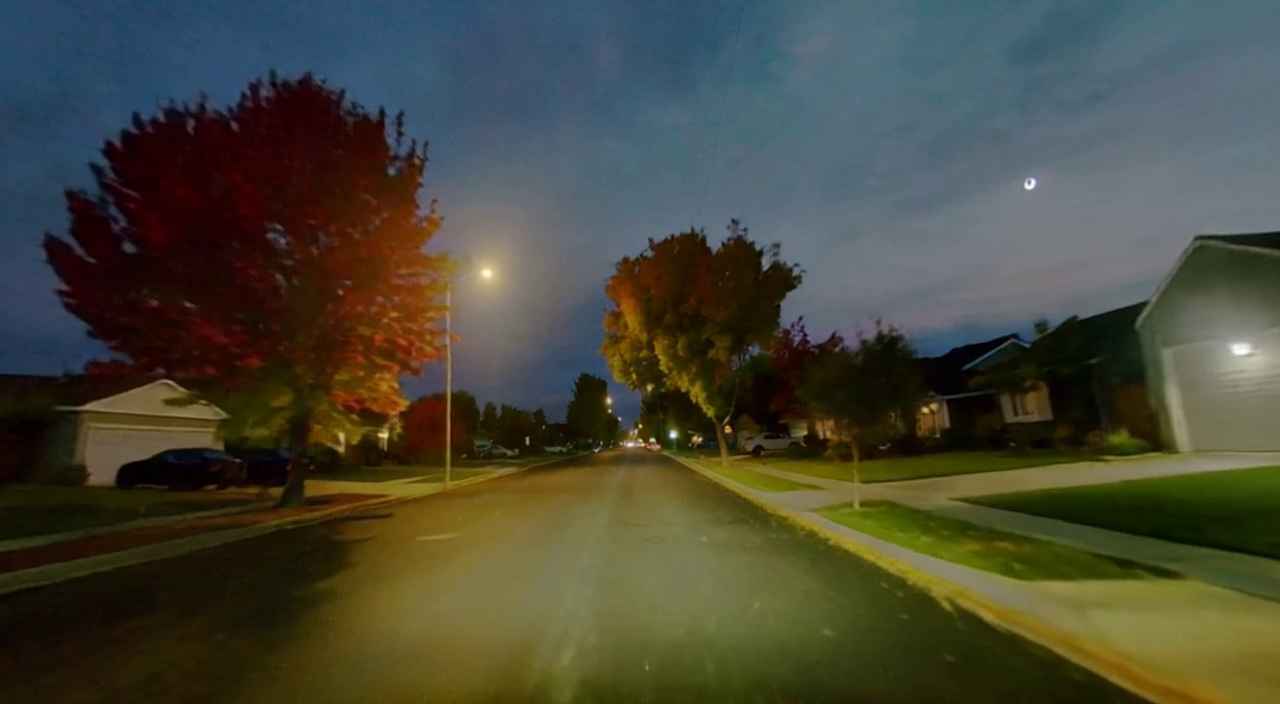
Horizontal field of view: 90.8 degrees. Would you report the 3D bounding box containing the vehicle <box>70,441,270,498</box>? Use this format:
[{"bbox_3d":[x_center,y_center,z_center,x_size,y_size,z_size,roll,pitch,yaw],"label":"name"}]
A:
[{"bbox_3d":[-15.138,3.778,20.587,4.830,1.725,2.116,0,-9,2],"label":"vehicle"}]
